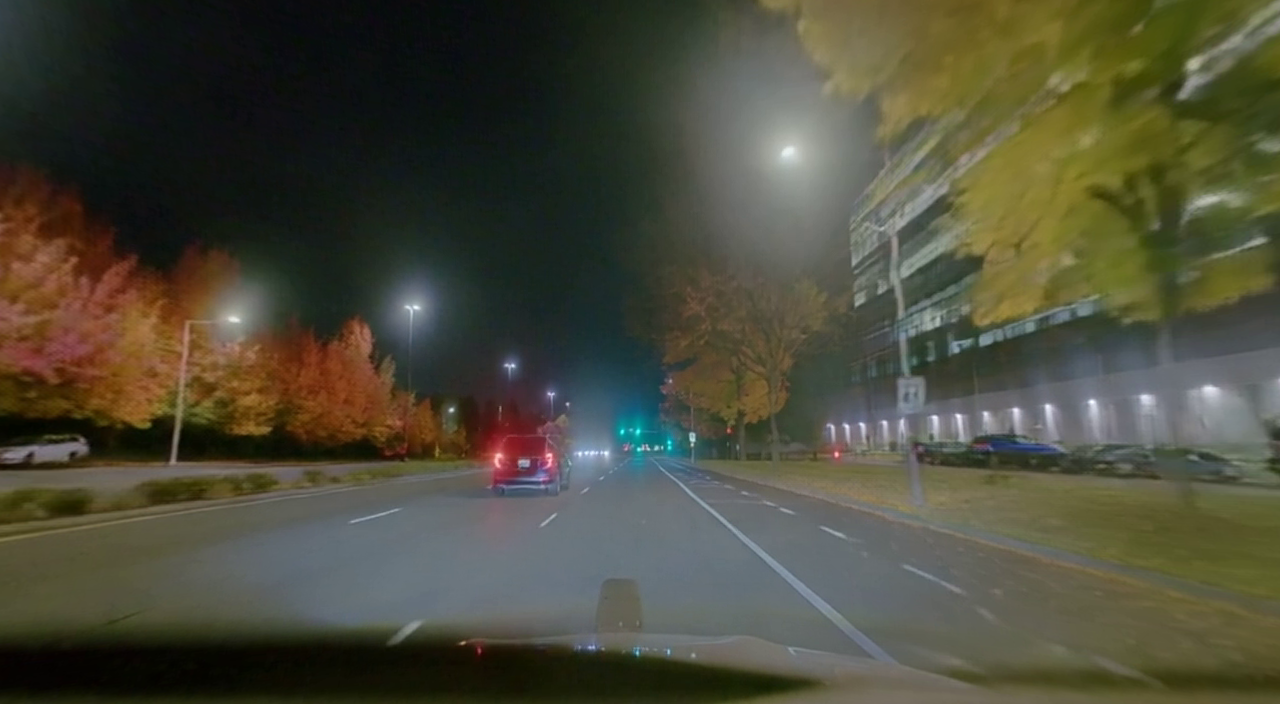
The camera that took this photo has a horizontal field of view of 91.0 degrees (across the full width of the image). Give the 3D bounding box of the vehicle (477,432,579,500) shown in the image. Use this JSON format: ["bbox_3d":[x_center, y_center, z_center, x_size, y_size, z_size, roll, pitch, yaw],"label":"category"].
[{"bbox_3d":[-3.201,3.379,19.090,2.112,1.779,4.489,0,-9,2],"label":"vehicle"}]

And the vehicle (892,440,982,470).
[{"bbox_3d":[18.102,6.305,38.540,4.475,1.668,1.983,-1,-8,-3],"label":"vehicle"}]
